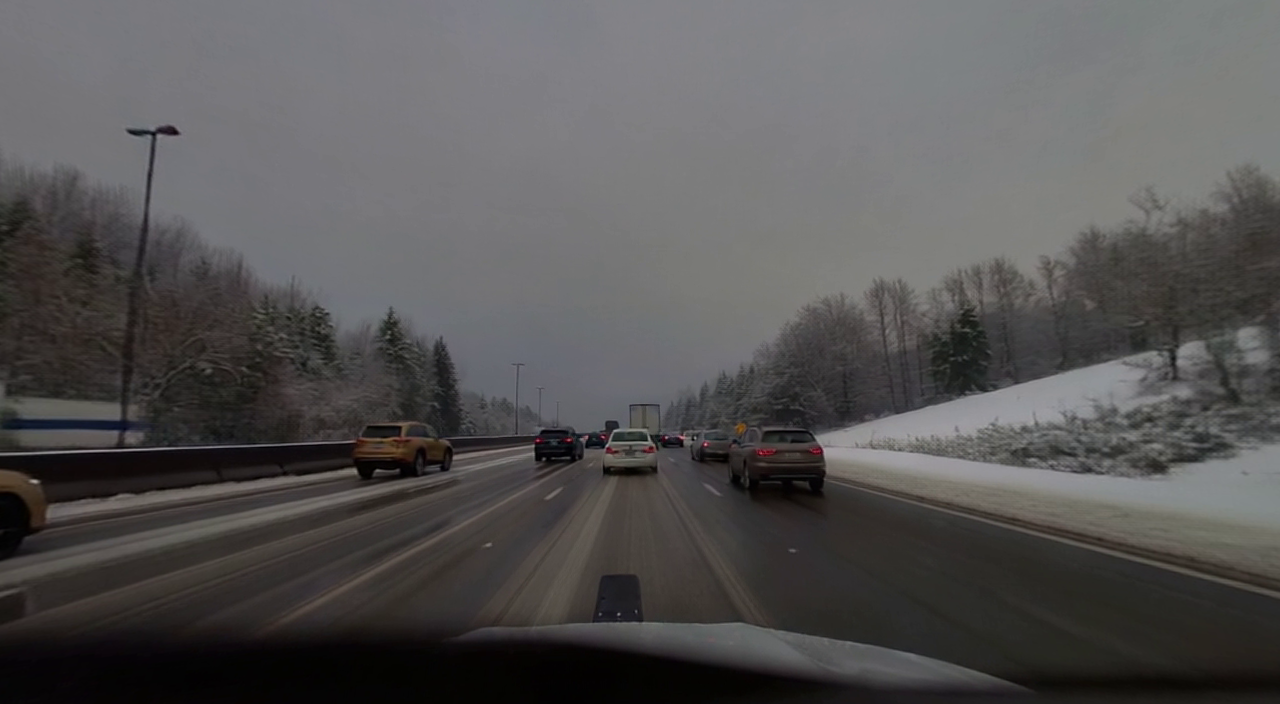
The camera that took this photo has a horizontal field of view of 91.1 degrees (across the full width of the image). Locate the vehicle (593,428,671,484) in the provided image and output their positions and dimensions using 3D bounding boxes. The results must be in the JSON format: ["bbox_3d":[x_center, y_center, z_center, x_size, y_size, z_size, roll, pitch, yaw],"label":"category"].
[{"bbox_3d":[-0.197,3.097,19.197,2.111,1.494,4.364,0,-8,1],"label":"vehicle"}]

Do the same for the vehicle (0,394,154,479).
[{"bbox_3d":[-22.769,3.251,24.134,2.737,2.804,6.776,0,-8,0],"label":"vehicle"}]

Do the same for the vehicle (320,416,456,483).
[{"bbox_3d":[-7.464,2.948,19.266,2.117,1.779,4.745,0,-8,1],"label":"vehicle"}]

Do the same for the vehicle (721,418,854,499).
[{"bbox_3d":[3.333,2.496,15.199,2.095,1.650,4.331,0,-8,-1],"label":"vehicle"}]

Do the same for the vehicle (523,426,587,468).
[{"bbox_3d":[-3.572,4.067,27.192,2.064,1.672,4.277,0,-8,1],"label":"vehicle"}]
